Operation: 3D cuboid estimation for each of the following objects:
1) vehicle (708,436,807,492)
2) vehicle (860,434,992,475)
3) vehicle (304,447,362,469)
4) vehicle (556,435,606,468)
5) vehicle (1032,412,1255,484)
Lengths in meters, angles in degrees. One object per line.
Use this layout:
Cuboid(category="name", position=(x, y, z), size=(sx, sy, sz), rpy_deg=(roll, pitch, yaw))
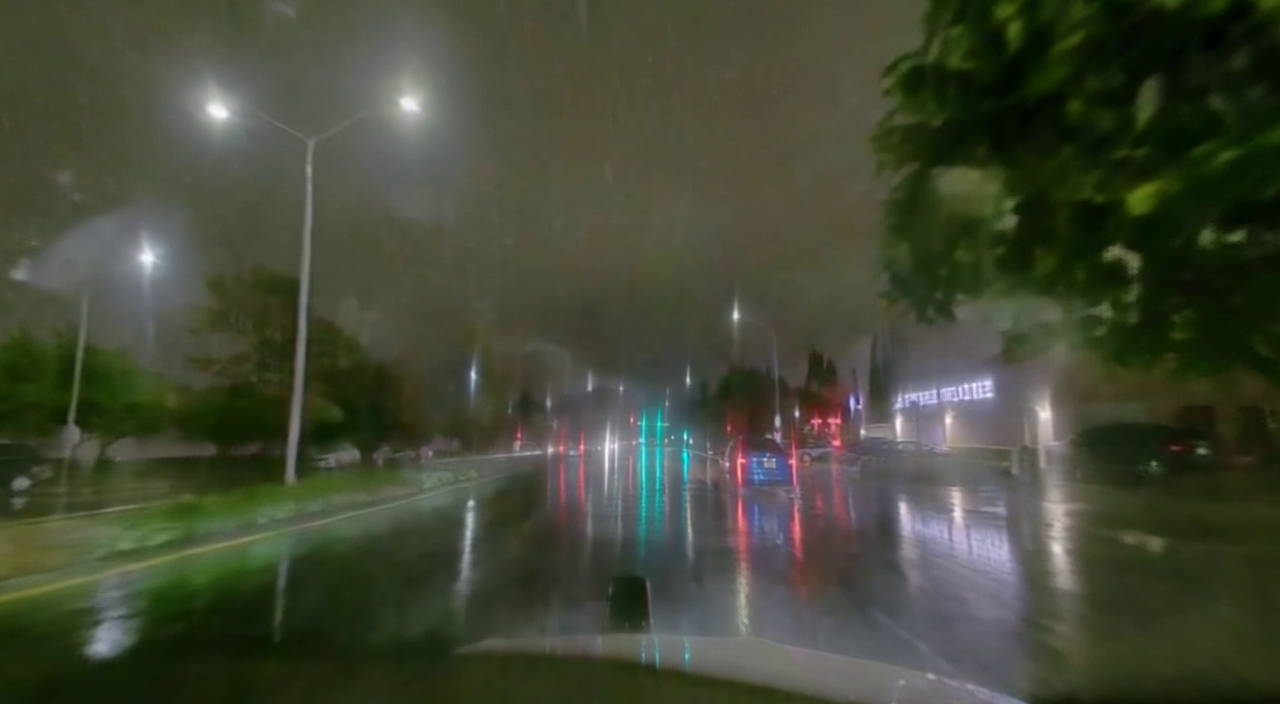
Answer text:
Cuboid(category="vehicle", position=(3.357, 3.296, 18.974), size=(2.083, 1.474, 4.360), rpy_deg=(0, -8, -1))
Cuboid(category="vehicle", position=(13.769, 4.934, 30.516), size=(5.342, 1.867, 2.147), rpy_deg=(0, -8, -5))
Cuboid(category="vehicle", position=(-21.530, 7.443, 44.379), size=(1.799, 1.465, 4.390), rpy_deg=(0, -8, 2))
Cuboid(category="vehicle", position=(-3.022, 5.204, 33.193), size=(2.113, 1.626, 4.129), rpy_deg=(0, -8, 2))
Cuboid(category="vehicle", position=(16.731, 3.268, 21.550), size=(2.160, 2.093, 5.795), rpy_deg=(1, -8, -10))
